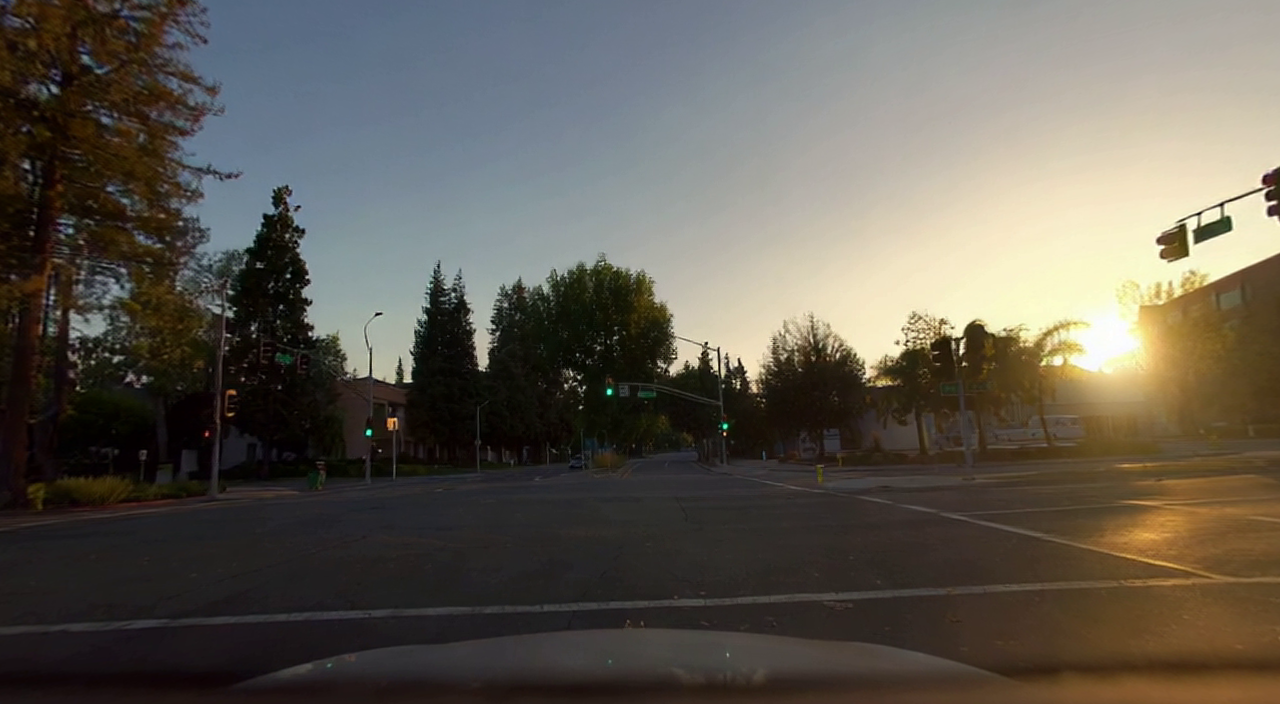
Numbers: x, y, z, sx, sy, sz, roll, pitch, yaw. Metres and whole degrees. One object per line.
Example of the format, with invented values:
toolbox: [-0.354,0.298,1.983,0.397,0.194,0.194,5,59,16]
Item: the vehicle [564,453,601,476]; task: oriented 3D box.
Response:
vehicle: [-4.470,8.856,49.858,2.030,1.704,4.205,-1,-8,7]
